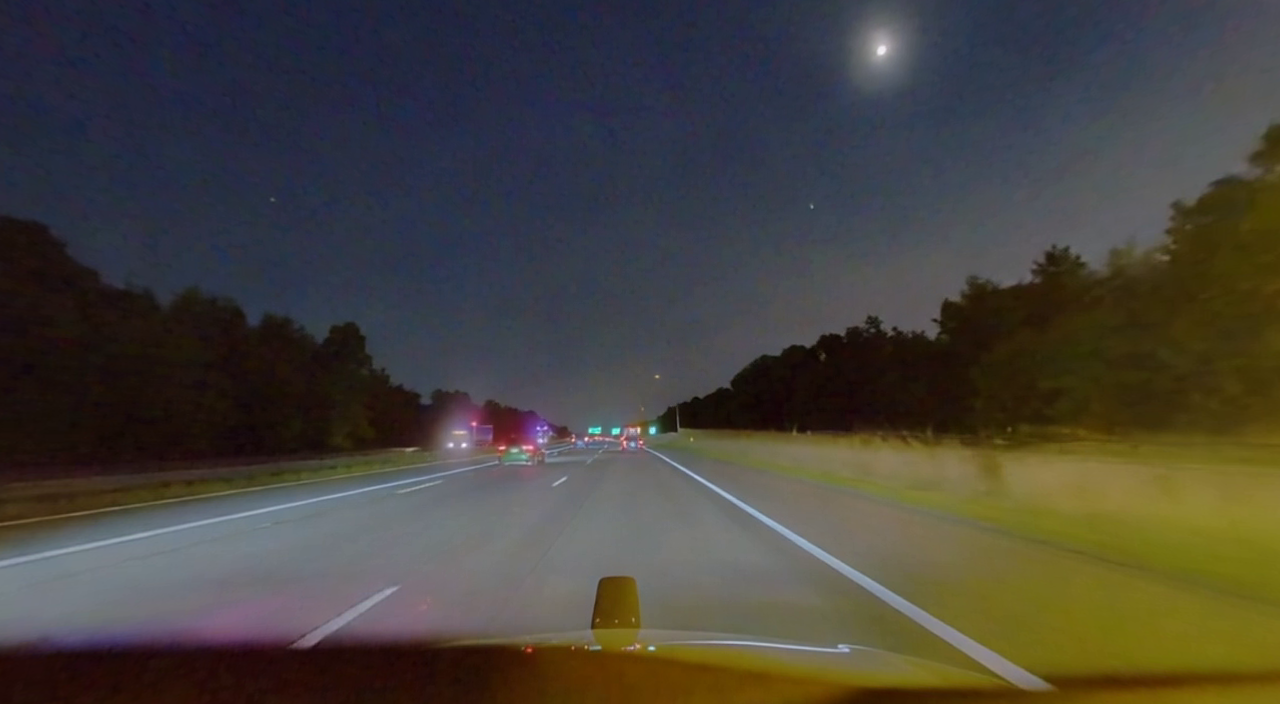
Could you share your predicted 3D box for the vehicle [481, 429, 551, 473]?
[{"bbox_3d":[-4.600,3.715,23.904,1.959,1.514,3.668,0,-8,-1],"label":"vehicle"}]
